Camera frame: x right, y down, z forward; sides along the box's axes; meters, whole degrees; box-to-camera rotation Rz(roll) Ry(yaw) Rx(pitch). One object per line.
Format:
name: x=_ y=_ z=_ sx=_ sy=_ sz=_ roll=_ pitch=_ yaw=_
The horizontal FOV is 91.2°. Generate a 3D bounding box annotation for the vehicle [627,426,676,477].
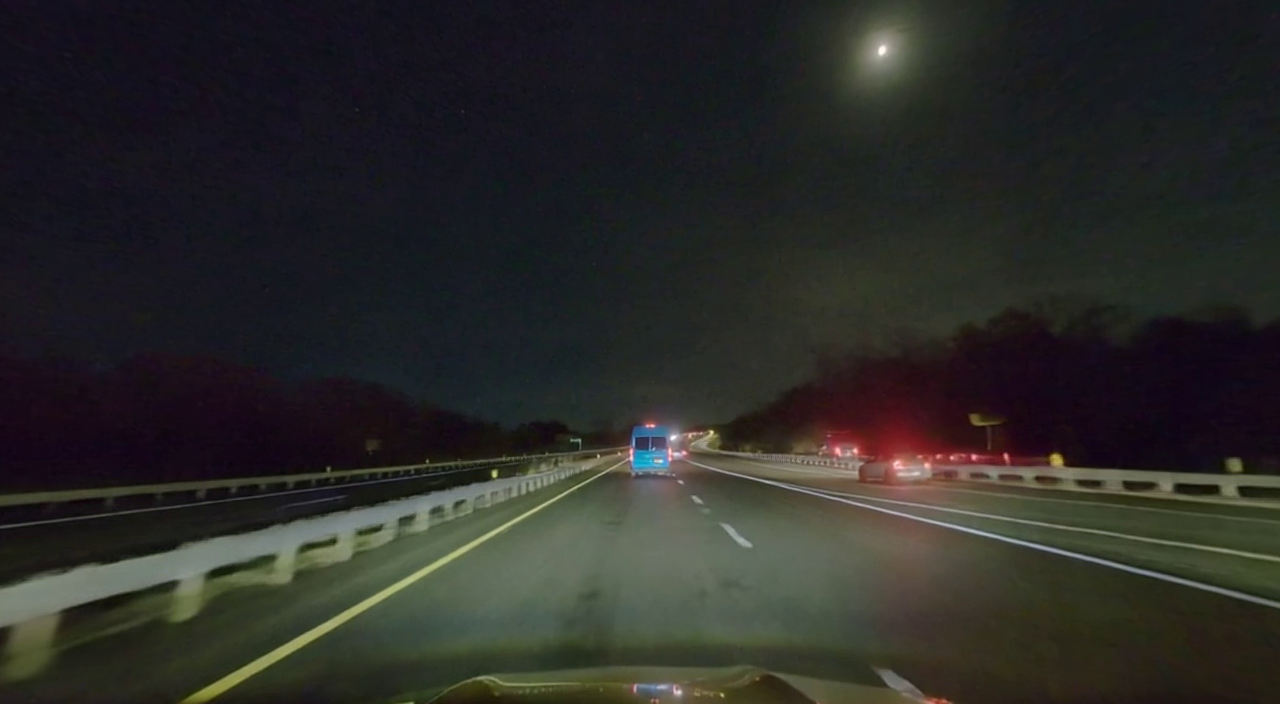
vehicle: x=0.639 y=5.623 z=35.524 sx=2.560 sy=2.598 sz=5.581 roll=-1 pitch=-9 yaw=1
